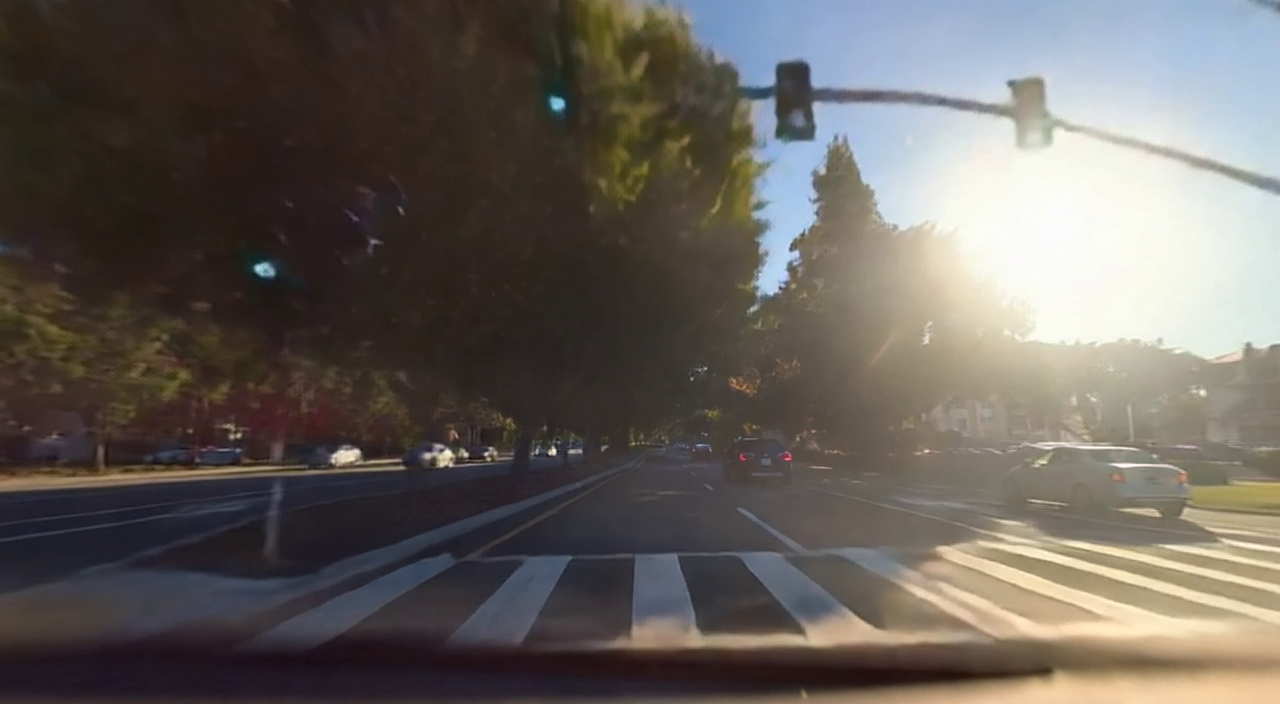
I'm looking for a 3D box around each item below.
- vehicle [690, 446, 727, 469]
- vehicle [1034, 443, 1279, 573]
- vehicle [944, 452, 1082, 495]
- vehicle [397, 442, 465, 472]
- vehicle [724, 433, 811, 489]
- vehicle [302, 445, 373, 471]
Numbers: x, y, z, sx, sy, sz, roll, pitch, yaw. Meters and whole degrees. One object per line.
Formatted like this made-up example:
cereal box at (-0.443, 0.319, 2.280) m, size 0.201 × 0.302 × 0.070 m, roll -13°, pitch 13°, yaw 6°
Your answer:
vehicle at (4.538, 7.063, 42.550) m, size 2.064 × 1.474 × 4.389 m, roll 0°, pitch -8°, yaw 1°
vehicle at (8.257, 2.127, 9.489) m, size 1.949 × 1.492 × 4.103 m, roll 0°, pitch -8°, yaw -1°
vehicle at (14.699, 4.771, 25.322) m, size 2.040 × 1.472 × 4.846 m, roll 2°, pitch -8°, yaw -10°
vehicle at (-11.377, 5.735, 34.735) m, size 2.046 × 1.485 × 4.591 m, roll 0°, pitch -8°, yaw 2°
vehicle at (4.530, 3.955, 23.269) m, size 2.209 × 1.813 × 4.724 m, roll 0°, pitch -8°, yaw 0°
vehicle at (-18.318, 6.414, 38.529) m, size 1.865 × 1.499 × 4.789 m, roll 0°, pitch -8°, yaw 2°
